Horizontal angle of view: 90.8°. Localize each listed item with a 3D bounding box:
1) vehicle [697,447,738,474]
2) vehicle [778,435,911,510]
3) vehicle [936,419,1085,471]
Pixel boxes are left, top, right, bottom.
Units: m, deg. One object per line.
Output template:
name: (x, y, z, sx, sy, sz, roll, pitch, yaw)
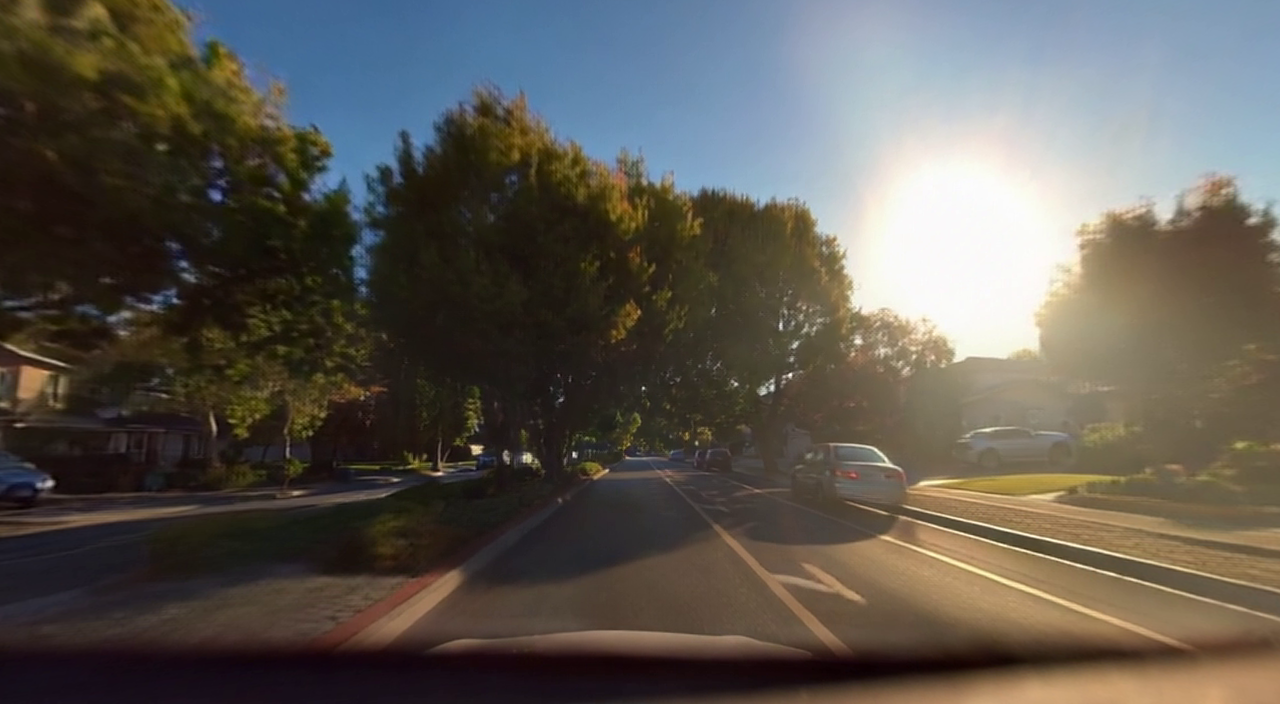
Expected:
vehicle: (4.789, 6.758, 39.689, 1.900, 1.608, 5.037, 0, -8, -1)
vehicle: (5.148, 3.073, 16.632, 2.001, 1.693, 4.311, 0, -8, 0)
vehicle: (15.878, 4.028, 27.318, 4.921, 2.117, 2.249, -1, -8, 3)
